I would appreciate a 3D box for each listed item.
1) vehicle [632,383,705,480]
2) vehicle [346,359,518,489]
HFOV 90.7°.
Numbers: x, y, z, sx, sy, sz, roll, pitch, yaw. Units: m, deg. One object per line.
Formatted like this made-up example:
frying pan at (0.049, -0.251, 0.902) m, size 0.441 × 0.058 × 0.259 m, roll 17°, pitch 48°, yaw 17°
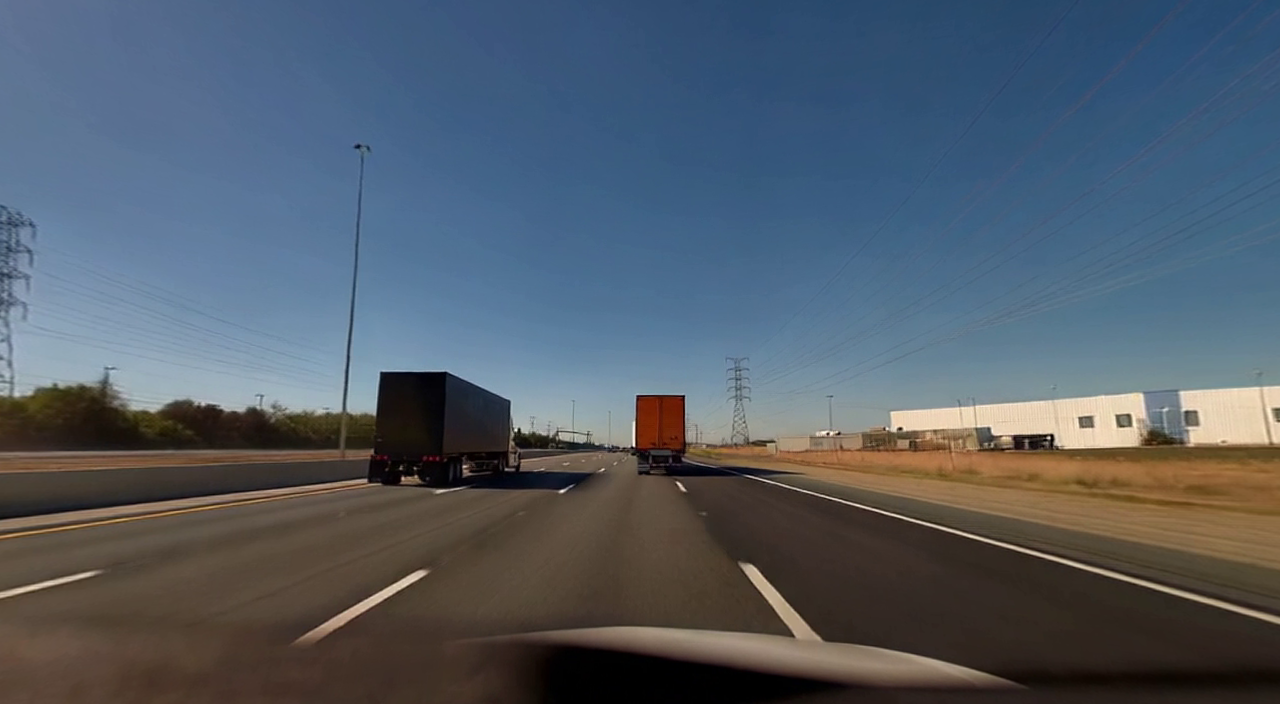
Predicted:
vehicle at (1.147, 3.906, 30.331) m, size 2.858 × 3.847 × 10.034 m, roll 0°, pitch -9°, yaw 0°
vehicle at (-7.464, 3.035, 25.089) m, size 2.937 × 3.981 × 11.119 m, roll -1°, pitch -8°, yaw 1°
